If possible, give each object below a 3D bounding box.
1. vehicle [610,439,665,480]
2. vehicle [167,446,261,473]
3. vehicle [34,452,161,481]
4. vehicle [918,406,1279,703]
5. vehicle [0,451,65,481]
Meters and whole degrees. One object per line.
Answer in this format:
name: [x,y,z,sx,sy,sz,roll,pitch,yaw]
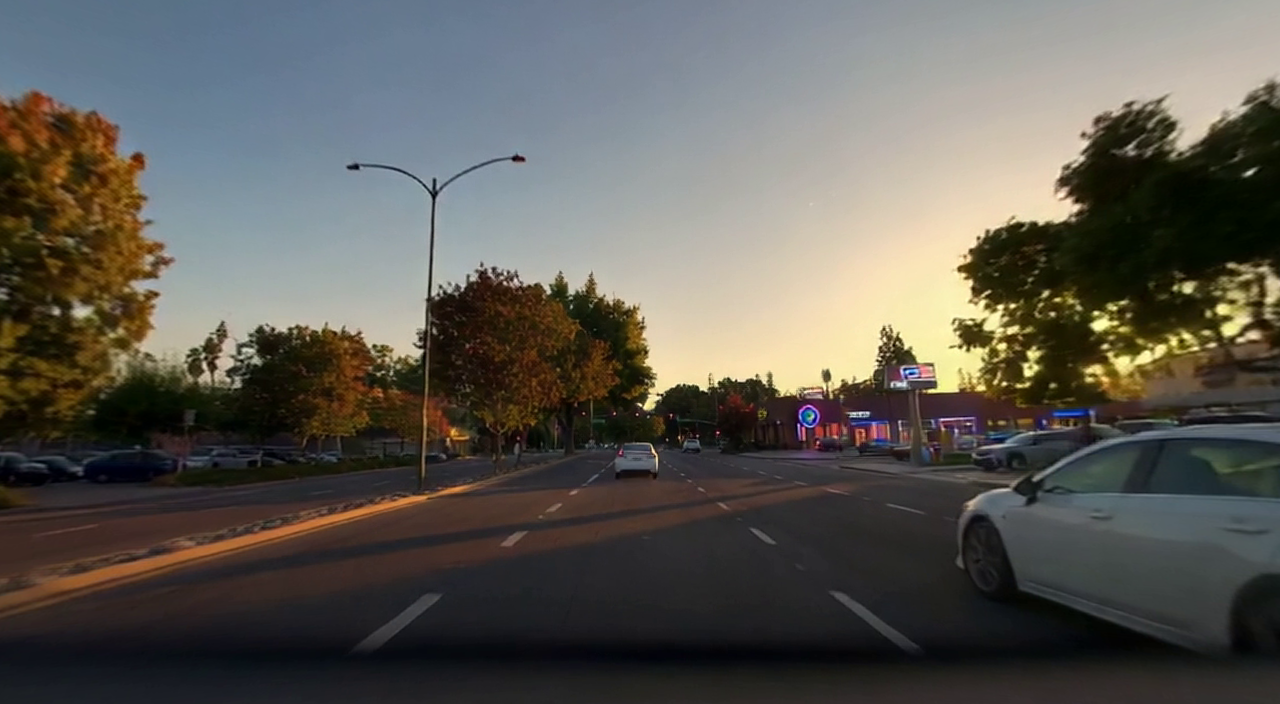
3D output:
vehicle: [-0.127,4.202,24.824,1.998,1.452,3.773,0,-9,-1]
vehicle: [-27.264,6.877,40.386,4.519,1.712,1.932,0,-9,0]
vehicle: [-27.512,5.802,32.029,4.644,1.437,1.827,0,-9,-2]
vehicle: [3.839,1.129,3.767,2.153,1.456,4.705,0,-9,-1]
vehicle: [-32.720,5.847,32.526,1.950,1.466,4.704,1,-9,-6]
